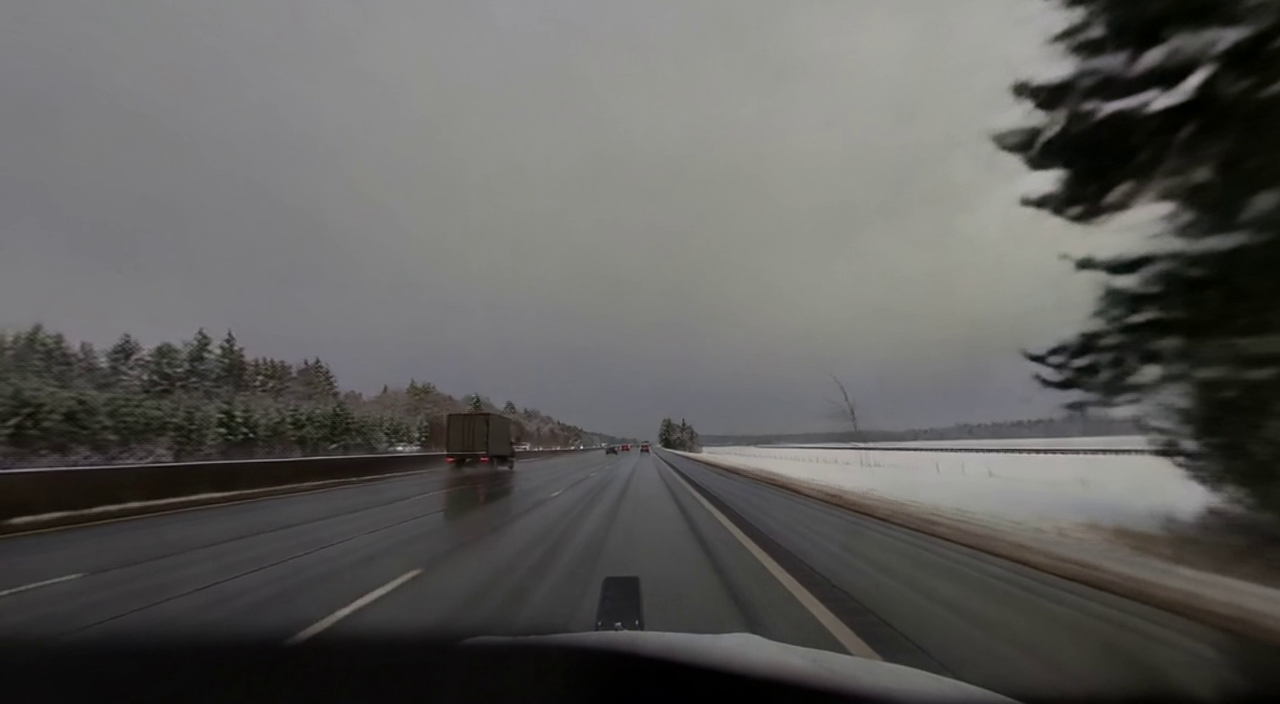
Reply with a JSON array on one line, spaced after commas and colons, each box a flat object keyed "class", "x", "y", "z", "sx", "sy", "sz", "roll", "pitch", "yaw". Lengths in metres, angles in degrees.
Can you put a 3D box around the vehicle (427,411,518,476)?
[{"class": "vehicle", "x": -7.485, "y": 4.217, "z": 28.941, "sx": 2.444, "sy": 2.685, "sz": 5.893, "roll": 0, "pitch": -9, "yaw": 1}]
